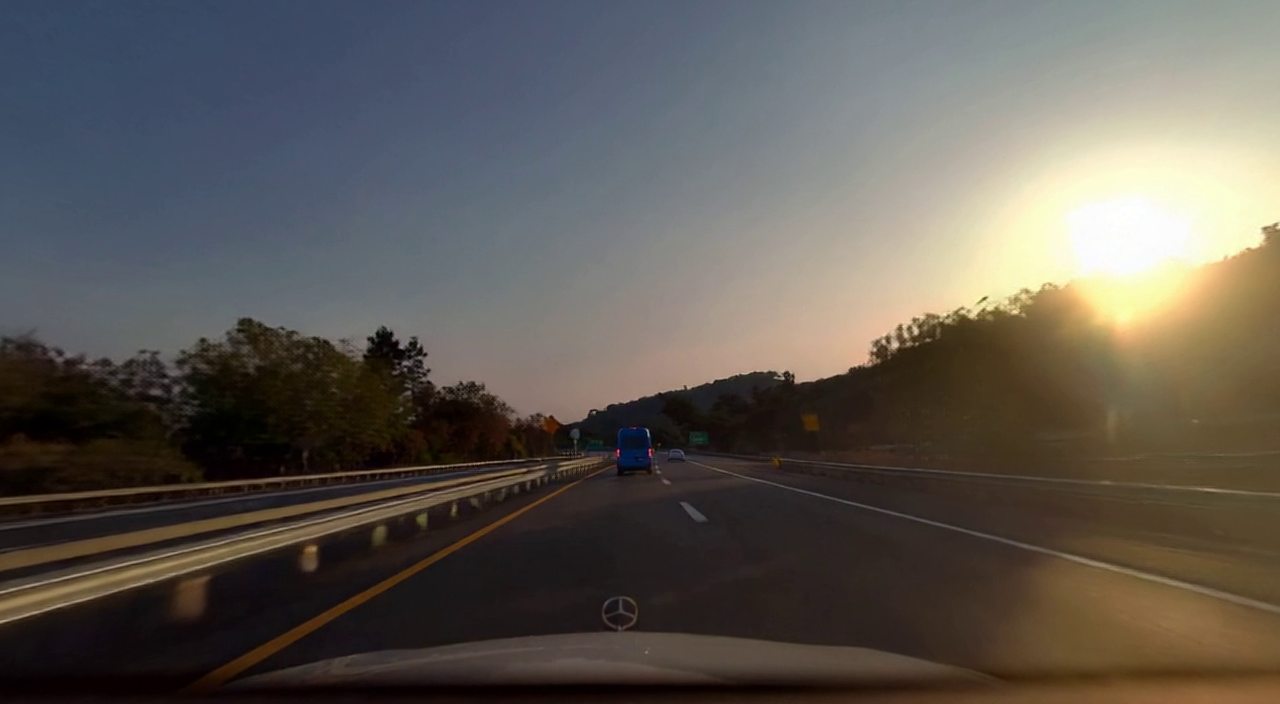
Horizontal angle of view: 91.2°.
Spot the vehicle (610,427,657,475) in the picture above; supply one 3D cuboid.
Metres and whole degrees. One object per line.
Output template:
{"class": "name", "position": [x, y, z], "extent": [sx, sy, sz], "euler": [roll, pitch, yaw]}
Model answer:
{"class": "vehicle", "position": [-0.371, 5.878, 37.250], "extent": [2.560, 2.598, 5.581], "euler": [0, -9, 0]}
